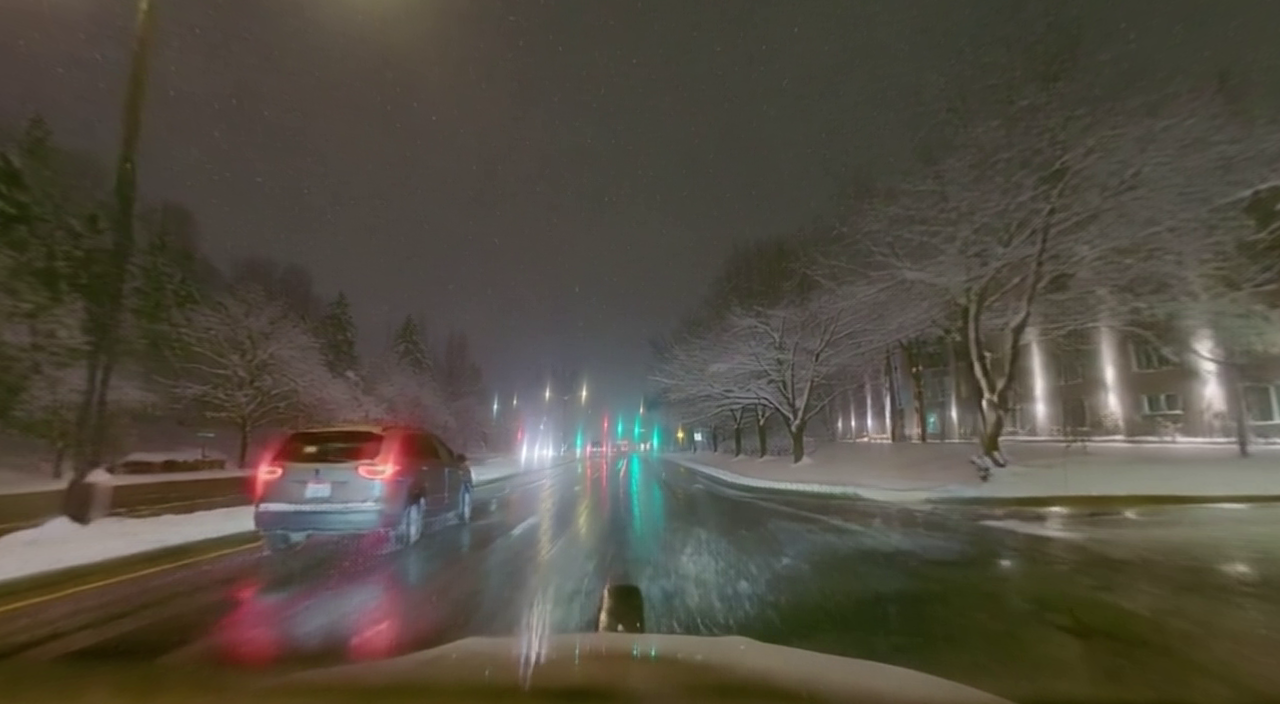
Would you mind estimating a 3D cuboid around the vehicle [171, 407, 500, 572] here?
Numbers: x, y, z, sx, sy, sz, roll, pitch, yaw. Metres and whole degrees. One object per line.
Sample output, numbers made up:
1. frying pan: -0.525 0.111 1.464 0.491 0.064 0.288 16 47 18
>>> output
1. vehicle: -3.675 1.769 8.949 2.202 1.685 4.772 0 -8 1
